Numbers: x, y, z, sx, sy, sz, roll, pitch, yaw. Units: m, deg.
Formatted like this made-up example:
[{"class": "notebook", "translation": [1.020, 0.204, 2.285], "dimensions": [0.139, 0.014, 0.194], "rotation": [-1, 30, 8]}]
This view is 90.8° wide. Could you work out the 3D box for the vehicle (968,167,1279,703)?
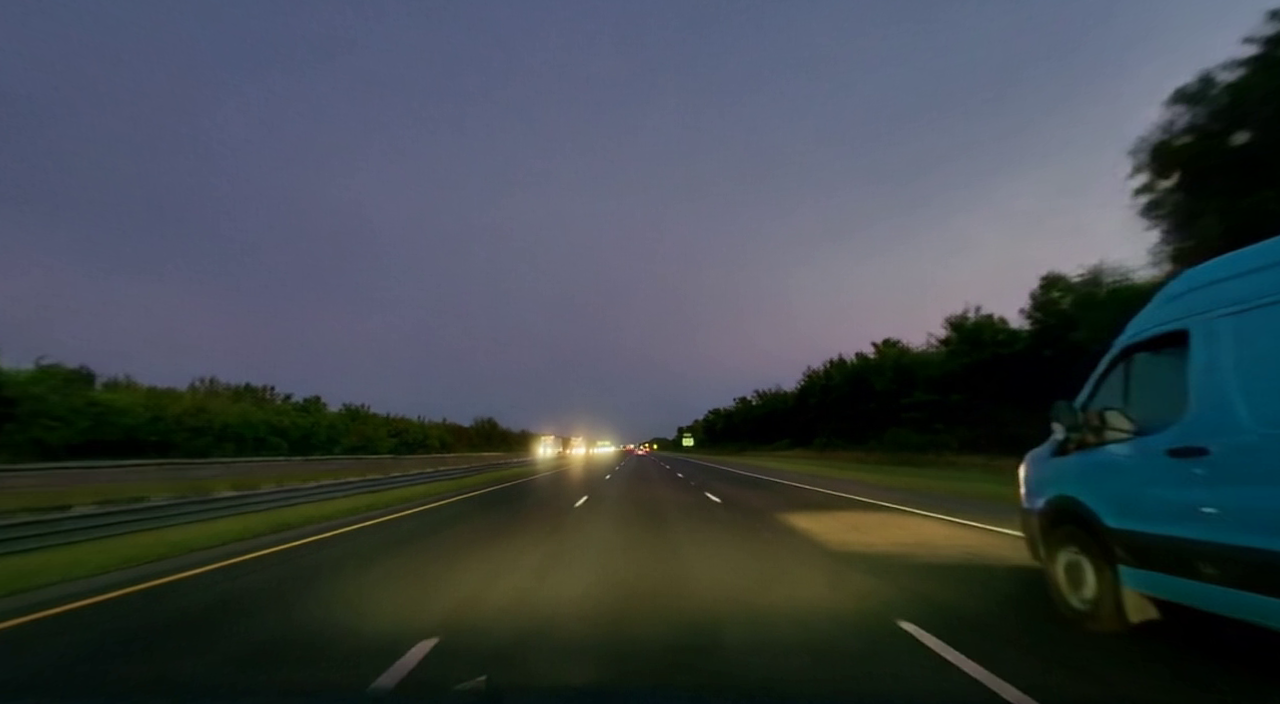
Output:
[{"class": "vehicle", "translation": [4.053, 0.328, 1.793], "dimensions": [2.552, 2.524, 6.630], "rotation": [0, -9, -1]}]
